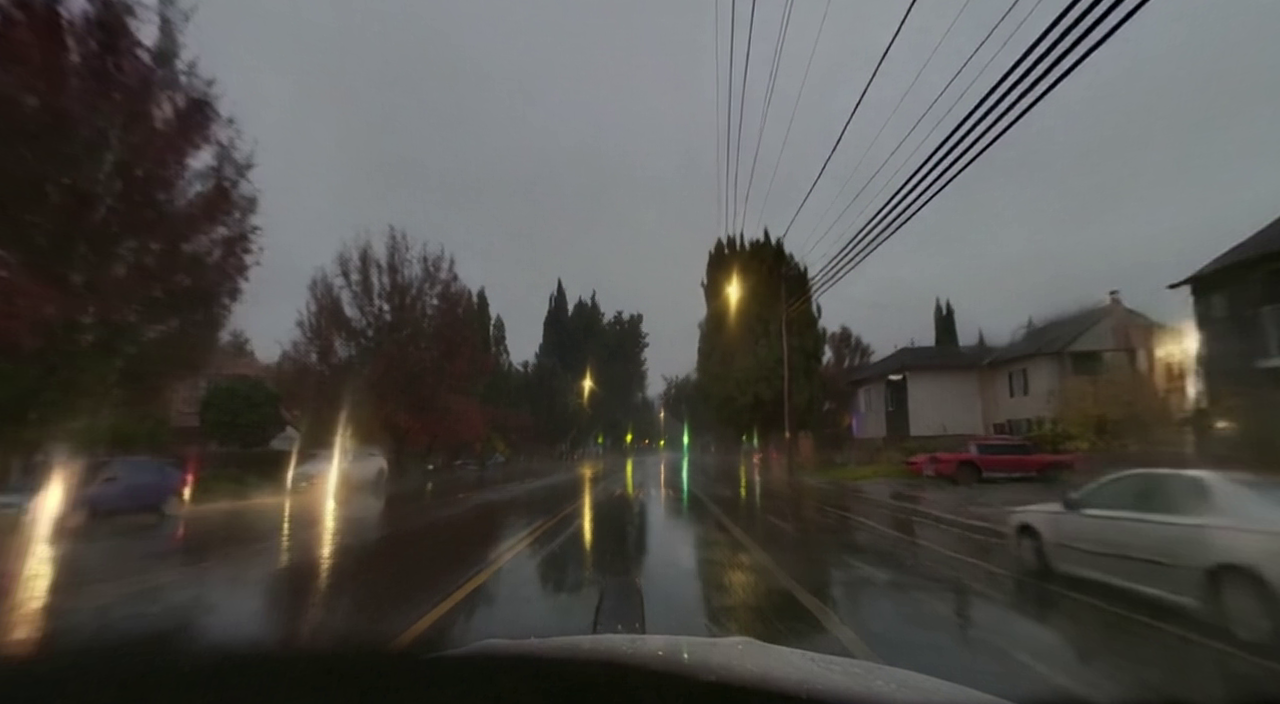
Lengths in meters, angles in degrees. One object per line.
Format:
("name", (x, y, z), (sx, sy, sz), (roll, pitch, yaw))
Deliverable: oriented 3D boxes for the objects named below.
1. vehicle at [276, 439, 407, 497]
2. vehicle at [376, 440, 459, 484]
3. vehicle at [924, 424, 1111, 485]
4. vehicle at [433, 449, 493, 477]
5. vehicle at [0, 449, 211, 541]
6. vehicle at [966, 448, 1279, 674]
("vehicle", (-11.510, 4.505, 24.881), (2.225, 1.887, 5.672), (-3, -9, 3))
("vehicle", (-11.183, 5.582, 32.135), (2.114, 1.925, 5.449), (-3, -9, 2))
("vehicle", (12.037, 3.300, 20.368), (4.710, 1.846, 1.985), (0, -8, 2))
("vehicle", (-10.673, 6.702, 38.331), (1.908, 1.491, 4.627), (-1, -8, 5))
("vehicle", (-11.986, 3.025, 13.810), (1.907, 1.612, 4.594), (-3, -9, 0))
("vehicle", (5.164, 1.615, 5.715), (1.959, 1.439, 4.532), (0, -8, 0))
